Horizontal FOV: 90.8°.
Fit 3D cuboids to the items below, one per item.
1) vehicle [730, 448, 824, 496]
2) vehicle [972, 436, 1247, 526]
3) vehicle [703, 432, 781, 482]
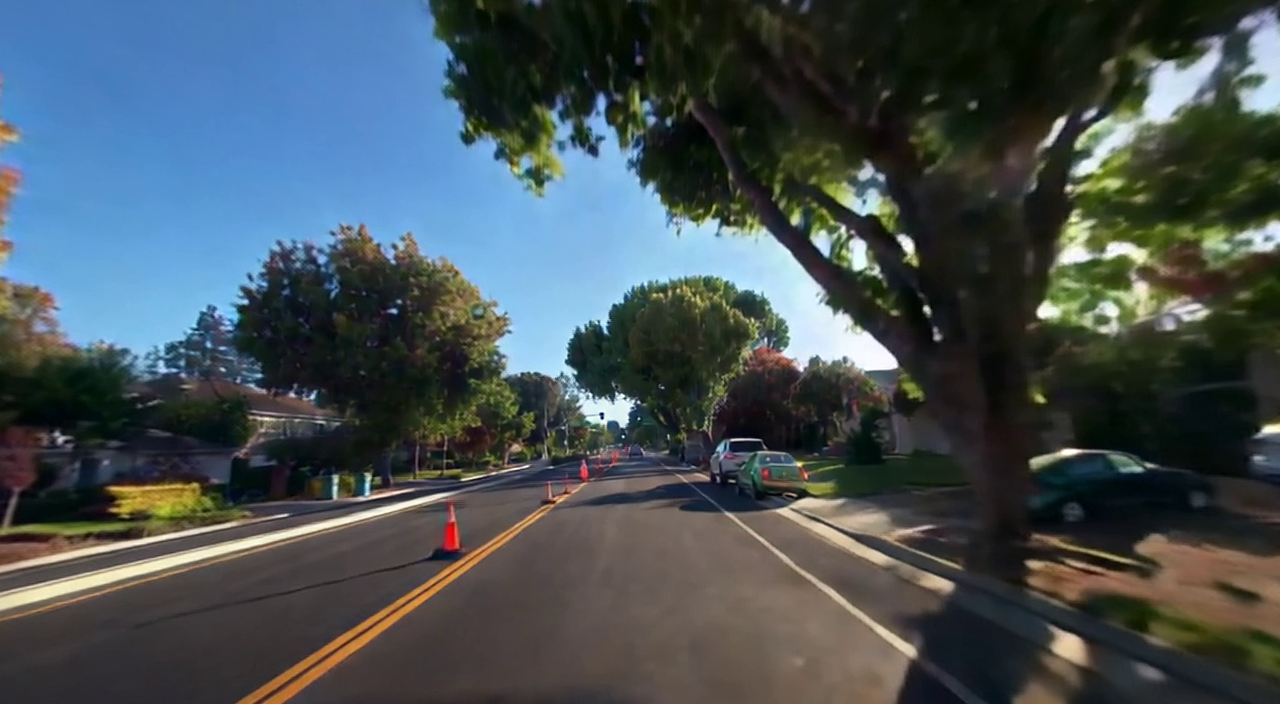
[{"bbox_3d":[4.200,3.739,20.215,1.928,1.333,4.586,0,-9,-1],"label":"vehicle"},{"bbox_3d":[8.411,2.302,11.591,3.561,1.465,1.870,1,-8,-2],"label":"vehicle"},{"bbox_3d":[4.194,4.427,26.936,2.255,1.914,4.967,0,-9,-3],"label":"vehicle"}]
